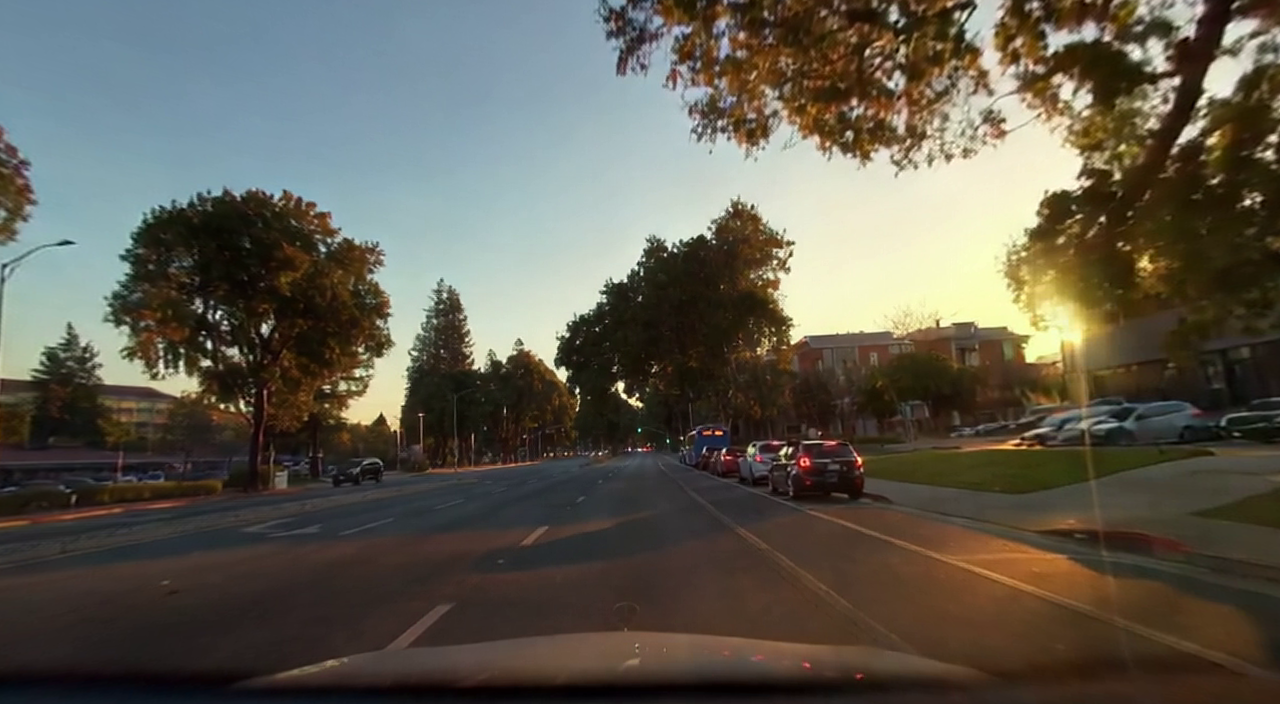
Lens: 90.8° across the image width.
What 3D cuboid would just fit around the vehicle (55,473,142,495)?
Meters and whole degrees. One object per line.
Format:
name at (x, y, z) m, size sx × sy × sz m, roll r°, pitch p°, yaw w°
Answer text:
vehicle at (-41.410, 10.096, 48.423) m, size 4.609 × 1.553 × 2.129 m, roll 0°, pitch -9°, yaw -2°

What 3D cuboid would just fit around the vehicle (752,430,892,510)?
vehicle at (4.438, 2.953, 16.328) m, size 2.094 × 1.731 × 4.763 m, roll 0°, pitch -9°, yaw -1°

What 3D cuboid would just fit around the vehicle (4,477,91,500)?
vehicle at (-42.201, 9.722, 45.016) m, size 4.357 × 1.435 × 1.816 m, roll 0°, pitch -9°, yaw 1°

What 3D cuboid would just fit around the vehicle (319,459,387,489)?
vehicle at (-19.576, 8.331, 43.392) m, size 2.166 × 1.804 × 4.897 m, roll -1°, pitch -9°, yaw 3°
